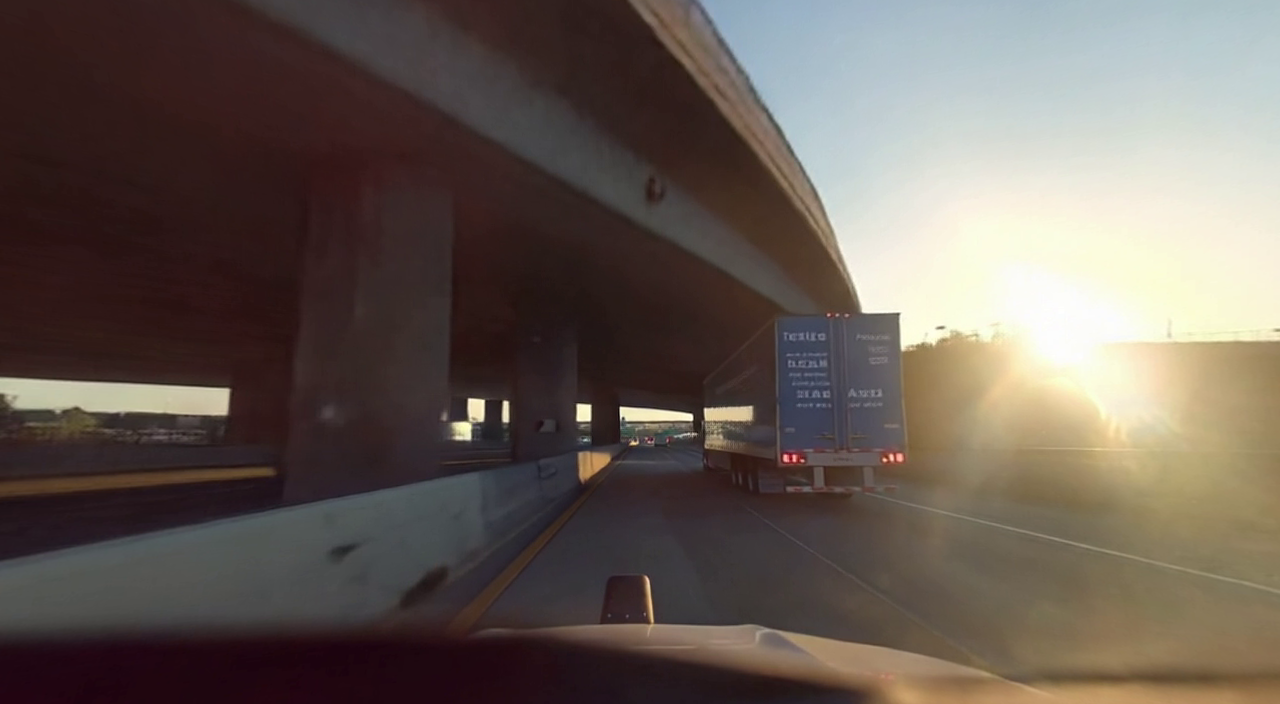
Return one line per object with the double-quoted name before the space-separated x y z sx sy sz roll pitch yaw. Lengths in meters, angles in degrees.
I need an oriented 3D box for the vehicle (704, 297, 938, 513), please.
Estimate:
"vehicle" 4.090 1.942 18.906 3.006 4.093 14.142 0 -8 1
